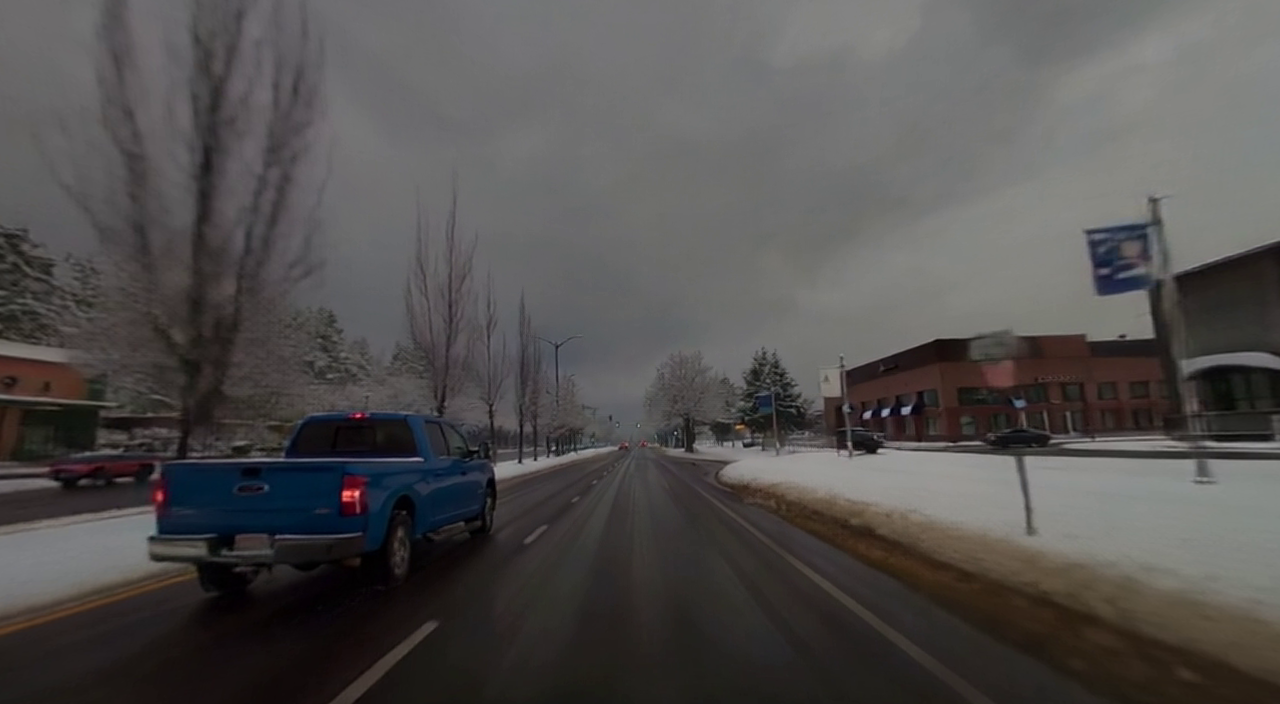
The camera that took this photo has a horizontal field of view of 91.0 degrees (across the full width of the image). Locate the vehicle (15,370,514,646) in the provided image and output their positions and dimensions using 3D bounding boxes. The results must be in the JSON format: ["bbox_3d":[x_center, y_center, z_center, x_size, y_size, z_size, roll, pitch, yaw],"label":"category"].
[{"bbox_3d":[-2.990,1.408,6.867,2.065,1.790,5.417,0,-8,0],"label":"vehicle"}]

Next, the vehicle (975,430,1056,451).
[{"bbox_3d":[27.405,6.493,46.016,4.604,1.487,1.911,0,-8,0],"label":"vehicle"}]

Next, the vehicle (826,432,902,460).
[{"bbox_3d":[15.457,6.521,43.615,4.332,1.744,2.115,0,-11,-3],"label":"vehicle"}]
